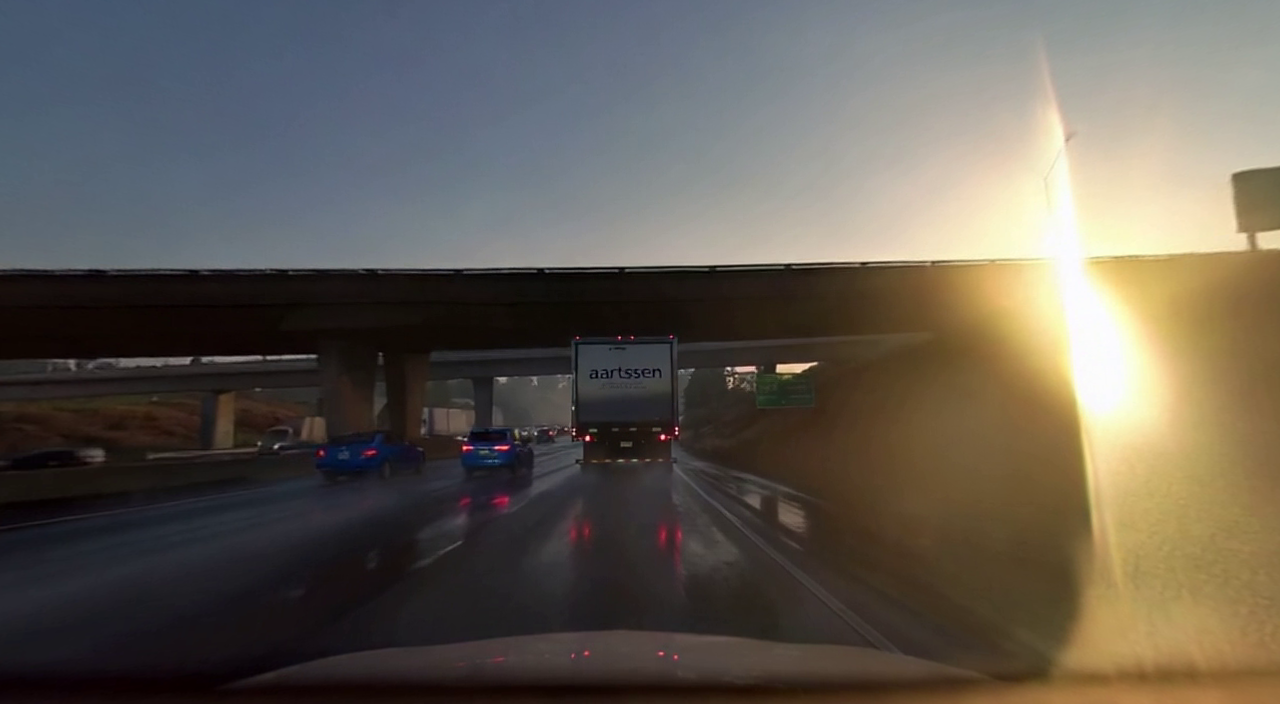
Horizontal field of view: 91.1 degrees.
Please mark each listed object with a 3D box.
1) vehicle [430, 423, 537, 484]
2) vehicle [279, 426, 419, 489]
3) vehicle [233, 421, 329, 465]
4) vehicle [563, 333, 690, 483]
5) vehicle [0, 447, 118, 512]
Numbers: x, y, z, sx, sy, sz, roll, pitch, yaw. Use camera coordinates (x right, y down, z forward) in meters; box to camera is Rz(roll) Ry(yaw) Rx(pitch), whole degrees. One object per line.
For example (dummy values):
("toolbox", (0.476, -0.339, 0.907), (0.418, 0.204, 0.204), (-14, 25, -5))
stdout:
("vehicle", (-4.679, 3.109, 19.678), (2.052, 1.639, 4.894), (0, -8, 1))
("vehicle", (-8.069, 2.934, 17.977), (1.944, 1.565, 4.383), (0, -8, 0))
("vehicle", (-23.980, 6.100, 42.453), (2.292, 2.693, 6.952), (0, -8, 1))
("vehicle", (-0.467, 2.223, 22.635), (3.442, 4.106, 10.719), (0, -8, -1))
("vehicle", (-16.309, 3.238, 16.160), (1.813, 1.497, 4.717), (0, -8, -1))
